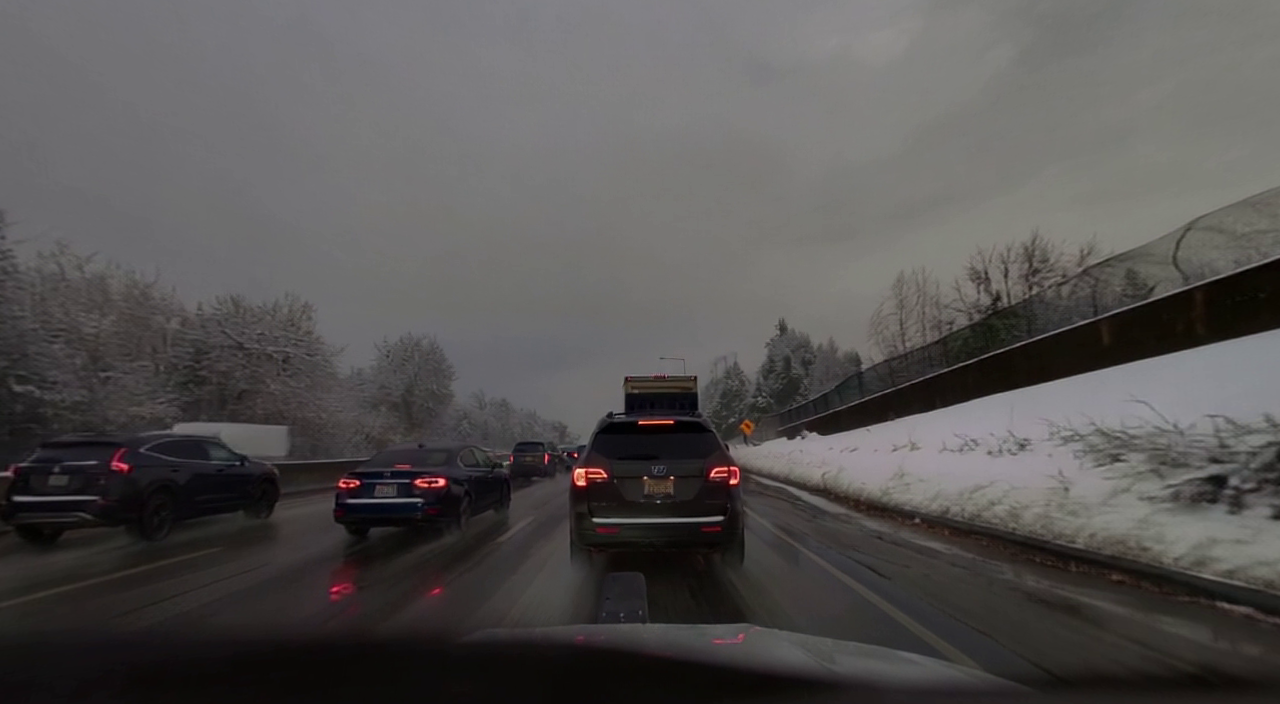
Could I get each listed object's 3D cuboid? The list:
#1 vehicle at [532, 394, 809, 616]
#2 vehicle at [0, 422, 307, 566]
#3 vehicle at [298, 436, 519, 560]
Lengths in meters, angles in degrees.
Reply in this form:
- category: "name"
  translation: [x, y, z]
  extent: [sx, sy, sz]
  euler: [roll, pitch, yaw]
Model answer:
- category: "vehicle"
  translation: [0.207, 1.633, 7.790]
  extent: [2.210, 1.760, 5.303]
  euler: [0, -9, -1]
- category: "vehicle"
  translation: [-7.479, 2.051, 9.865]
  extent: [1.986, 1.700, 4.558]
  euler: [0, -9, 1]
- category: "vehicle"
  translation: [-3.250, 2.121, 9.840]
  extent: [1.917, 1.506, 3.949]
  euler: [0, -9, 1]
